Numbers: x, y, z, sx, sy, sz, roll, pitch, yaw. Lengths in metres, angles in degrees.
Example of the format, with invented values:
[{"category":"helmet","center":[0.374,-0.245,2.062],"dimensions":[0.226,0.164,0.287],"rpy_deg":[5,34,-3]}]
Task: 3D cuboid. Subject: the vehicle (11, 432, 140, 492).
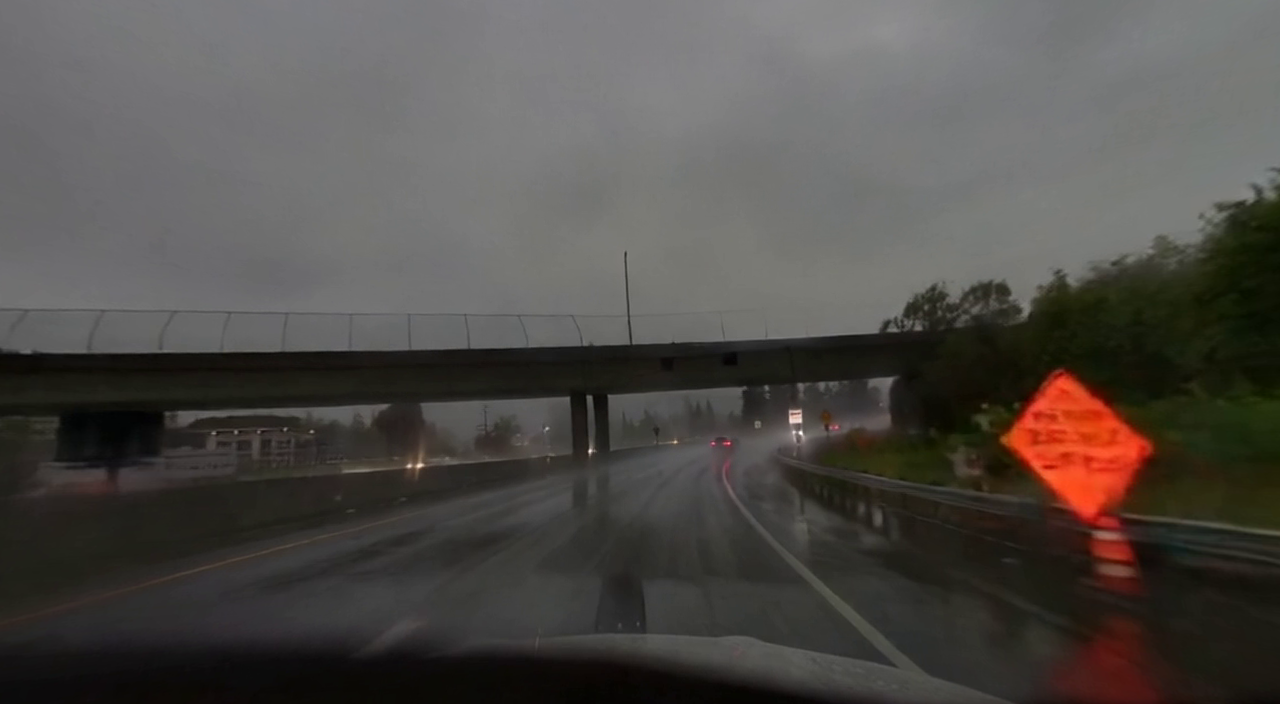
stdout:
[{"category":"vehicle","center":[-31.744,6.187,35.745],"dimensions":[3.208,3.081,4.948],"rpy_deg":[2,-9,-13]}]
